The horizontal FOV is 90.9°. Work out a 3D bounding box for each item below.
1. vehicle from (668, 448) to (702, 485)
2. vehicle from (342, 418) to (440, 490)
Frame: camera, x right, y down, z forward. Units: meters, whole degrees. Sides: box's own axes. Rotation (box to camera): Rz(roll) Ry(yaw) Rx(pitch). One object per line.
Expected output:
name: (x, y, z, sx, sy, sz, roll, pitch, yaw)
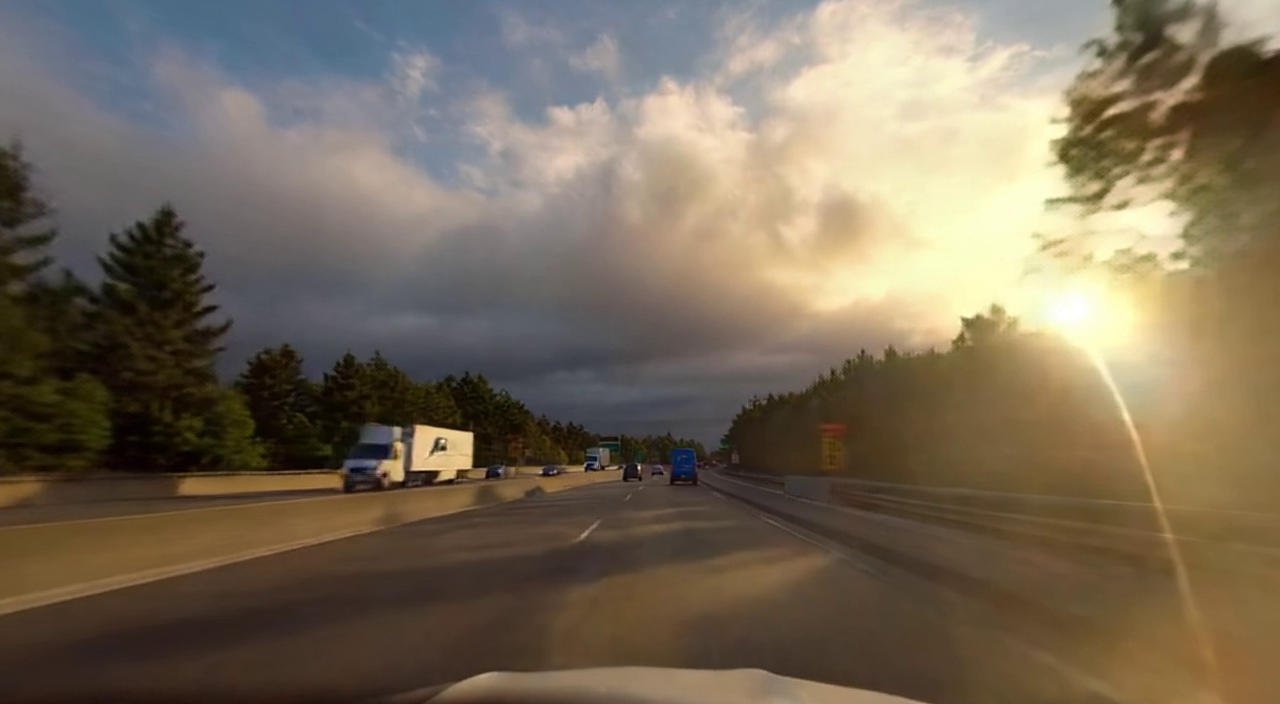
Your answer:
vehicle: (3.302, 8.585, 47.137, 2.366, 2.595, 5.793, 0, -11, 3)
vehicle: (-14.673, 6.170, 37.767, 2.881, 3.885, 6.052, 0, -11, 4)
